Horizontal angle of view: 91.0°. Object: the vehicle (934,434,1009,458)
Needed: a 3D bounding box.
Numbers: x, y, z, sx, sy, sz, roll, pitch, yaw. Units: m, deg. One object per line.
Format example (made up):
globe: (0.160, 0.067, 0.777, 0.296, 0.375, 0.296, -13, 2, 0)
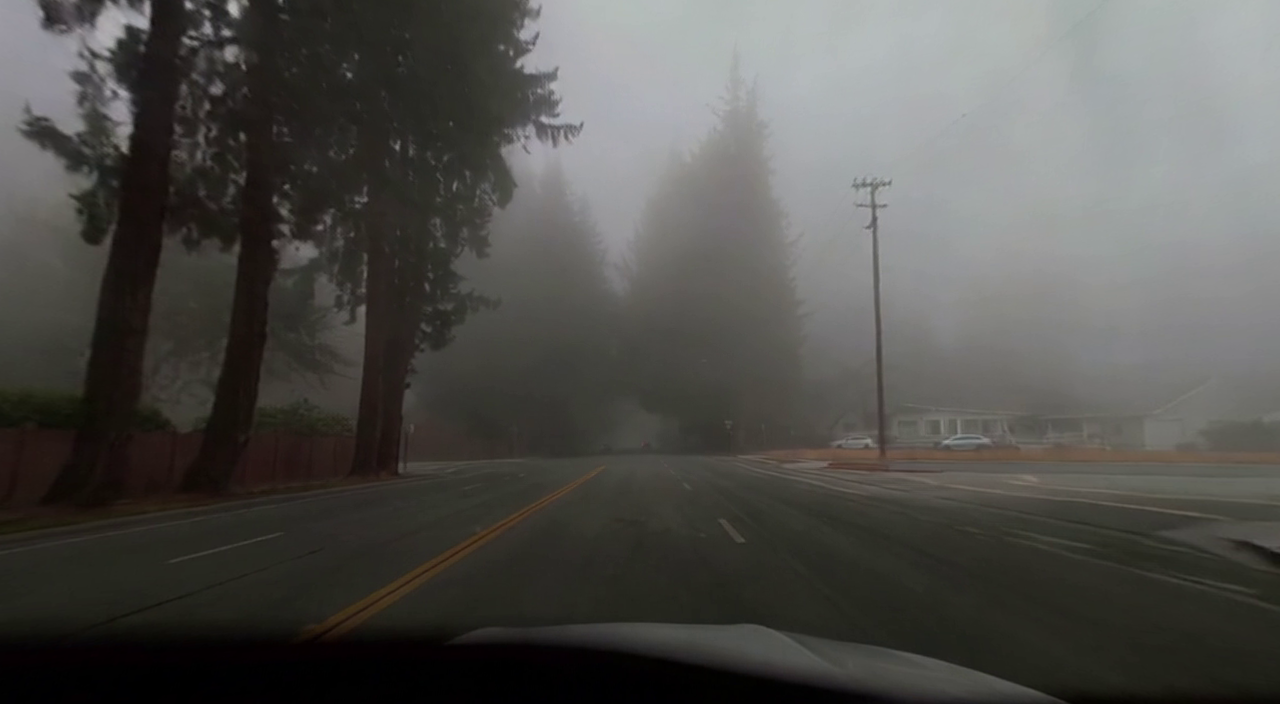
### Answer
vehicle: (24.407, 6.932, 46.539, 4.508, 1.687, 2.070, -2, -9, 15)
